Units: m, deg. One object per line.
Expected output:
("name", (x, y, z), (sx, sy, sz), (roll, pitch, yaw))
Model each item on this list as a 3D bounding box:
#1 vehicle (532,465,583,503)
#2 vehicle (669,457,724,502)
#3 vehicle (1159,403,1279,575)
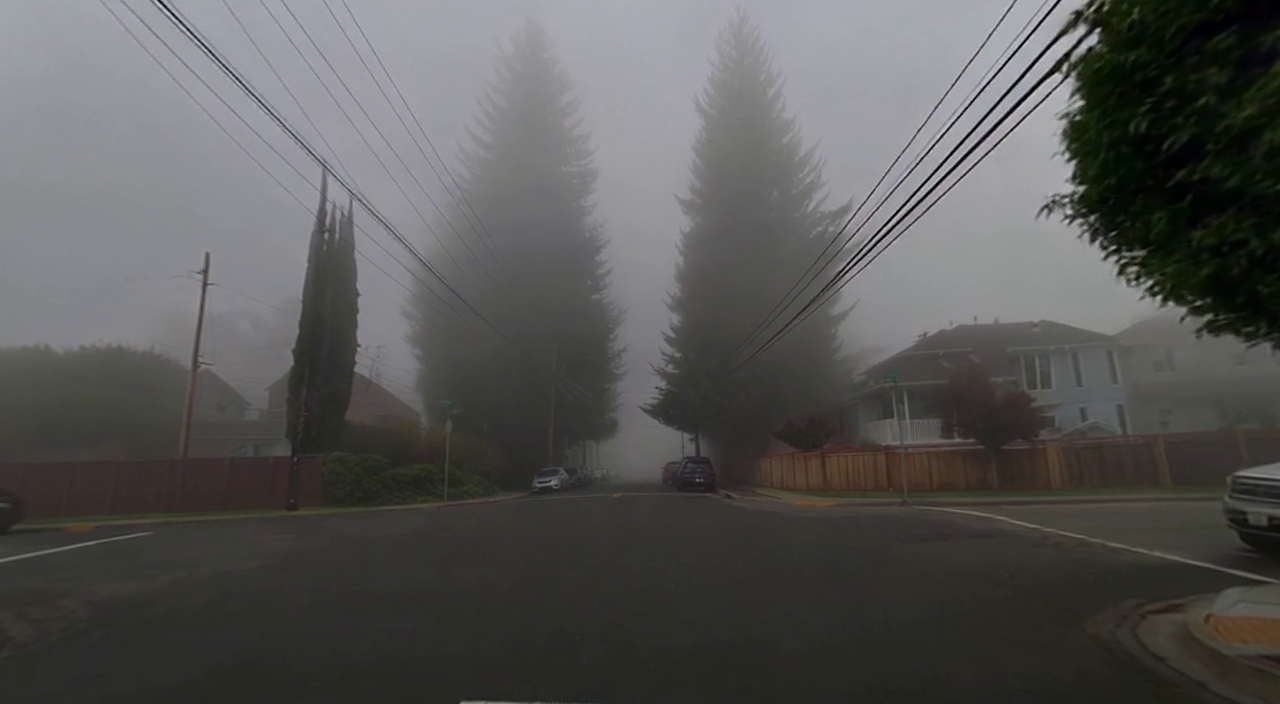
("vehicle", (-4.309, 6.951, 33.636), (2.189, 1.771, 4.571), (0, -10, -1))
("vehicle", (2.582, 5.981, 30.086), (2.051, 1.874, 4.459), (0, -8, -2))
("vehicle", (9.695, 1.623, 7.610), (4.677, 1.949, 2.334), (-1, -8, 3))
